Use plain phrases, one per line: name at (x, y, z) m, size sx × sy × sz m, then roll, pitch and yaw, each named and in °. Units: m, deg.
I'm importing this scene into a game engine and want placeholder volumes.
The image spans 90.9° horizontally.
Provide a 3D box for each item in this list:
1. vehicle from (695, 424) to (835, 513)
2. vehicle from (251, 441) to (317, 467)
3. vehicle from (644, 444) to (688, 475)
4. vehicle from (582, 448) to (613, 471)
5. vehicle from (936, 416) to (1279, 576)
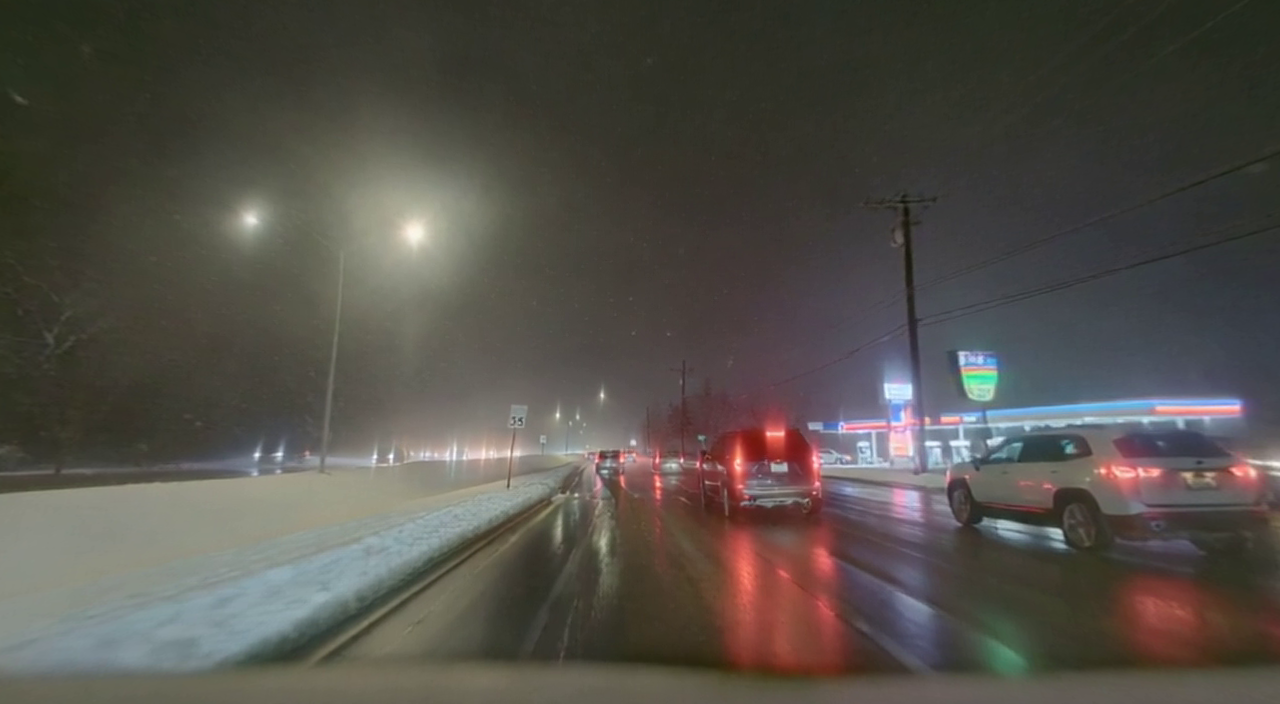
vehicle at (2.762, 2.719, 15.222) m, size 2.184 × 1.777 × 4.712 m, roll 1°, pitch -8°, yaw -3°
vehicle at (-23.683, 6.787, 42.154) m, size 1.872 × 1.620 × 4.343 m, roll 0°, pitch -8°, yaw 0°
vehicle at (1.388, 5.986, 35.369) m, size 2.012 × 1.612 × 4.114 m, roll 1°, pitch -8°, yaw -5°
vehicle at (-3.001, 7.713, 45.310) m, size 2.107 × 1.527 × 4.174 m, roll 1°, pitch -8°, yaw -3°
vehicle at (6.083, 1.782, 8.599) m, size 1.881 × 1.604 × 4.289 m, roll 1°, pitch -8°, yaw -2°
